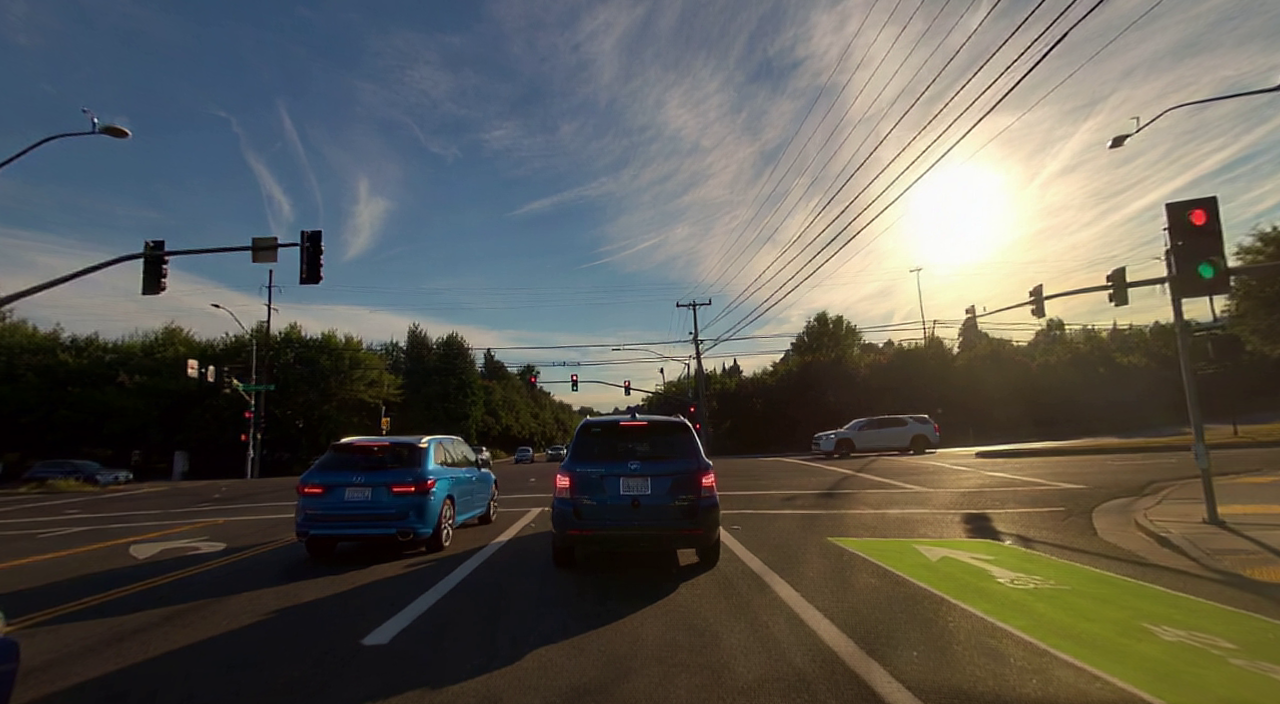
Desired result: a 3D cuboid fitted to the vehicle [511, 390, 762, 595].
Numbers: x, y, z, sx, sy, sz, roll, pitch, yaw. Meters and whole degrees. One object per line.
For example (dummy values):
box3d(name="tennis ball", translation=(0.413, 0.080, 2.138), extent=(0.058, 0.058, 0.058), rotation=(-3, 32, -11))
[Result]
box3d(name="vehicle", translation=(-0.058, 1.522, 7.614), extent=(2.182, 1.773, 4.041), rotation=(0, -8, -1))

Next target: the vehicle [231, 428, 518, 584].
box3d(name="vehicle", translation=(-2.932, 1.766, 8.015), extent=(1.969, 1.486, 3.702), rotation=(0, -8, 1))

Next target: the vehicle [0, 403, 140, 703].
box3d(name="vehicle", translation=(-3.350, 0.663, 0.448), extent=(1.928, 1.488, 4.936), rotation=(0, -8, 0))

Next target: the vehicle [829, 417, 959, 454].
box3d(name="vehicle", translation=(13.846, 4.602, 34.830), extent=(6.143, 1.944, 2.229), rotation=(-1, -8, 5))
